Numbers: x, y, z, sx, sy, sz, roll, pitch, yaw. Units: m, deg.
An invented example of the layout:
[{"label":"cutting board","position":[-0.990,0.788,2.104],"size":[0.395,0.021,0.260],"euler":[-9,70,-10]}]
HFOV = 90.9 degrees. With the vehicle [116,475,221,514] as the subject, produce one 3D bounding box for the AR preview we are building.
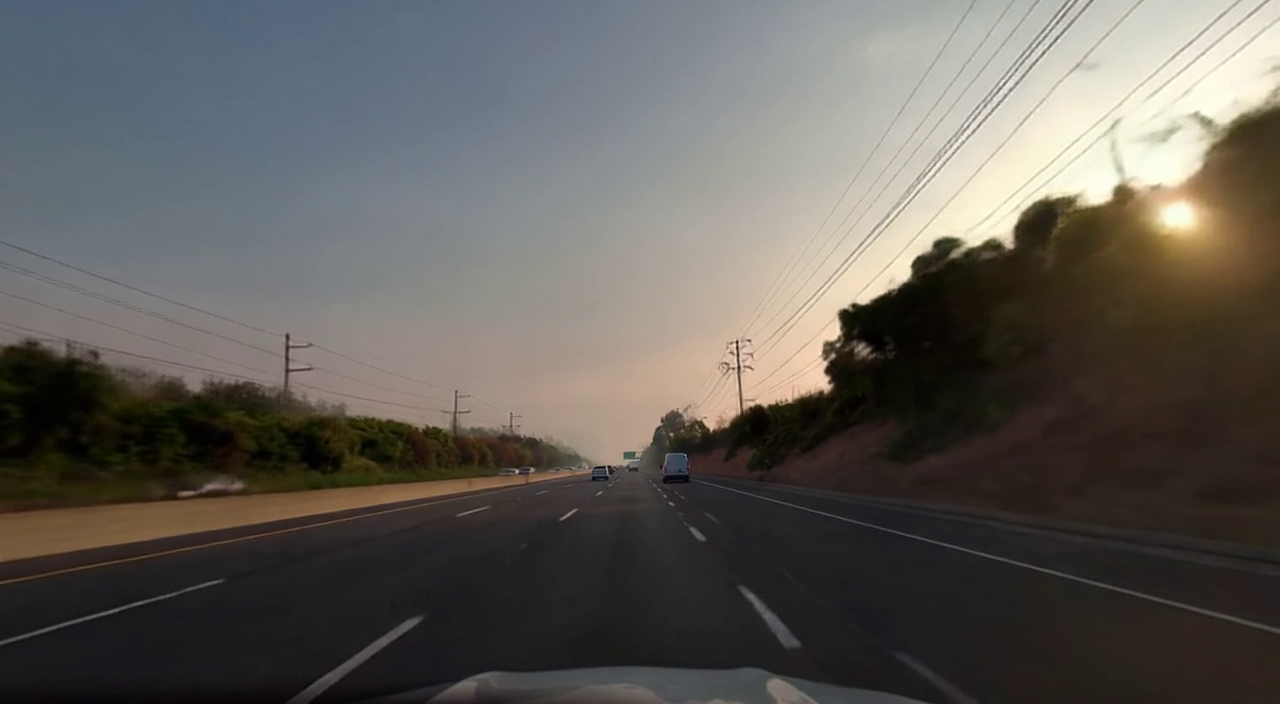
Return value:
[{"label":"vehicle","position":[-21.296,6.434,28.643],"size":[1.802,1.569,3.731],"euler":[1,-11,0]}]
